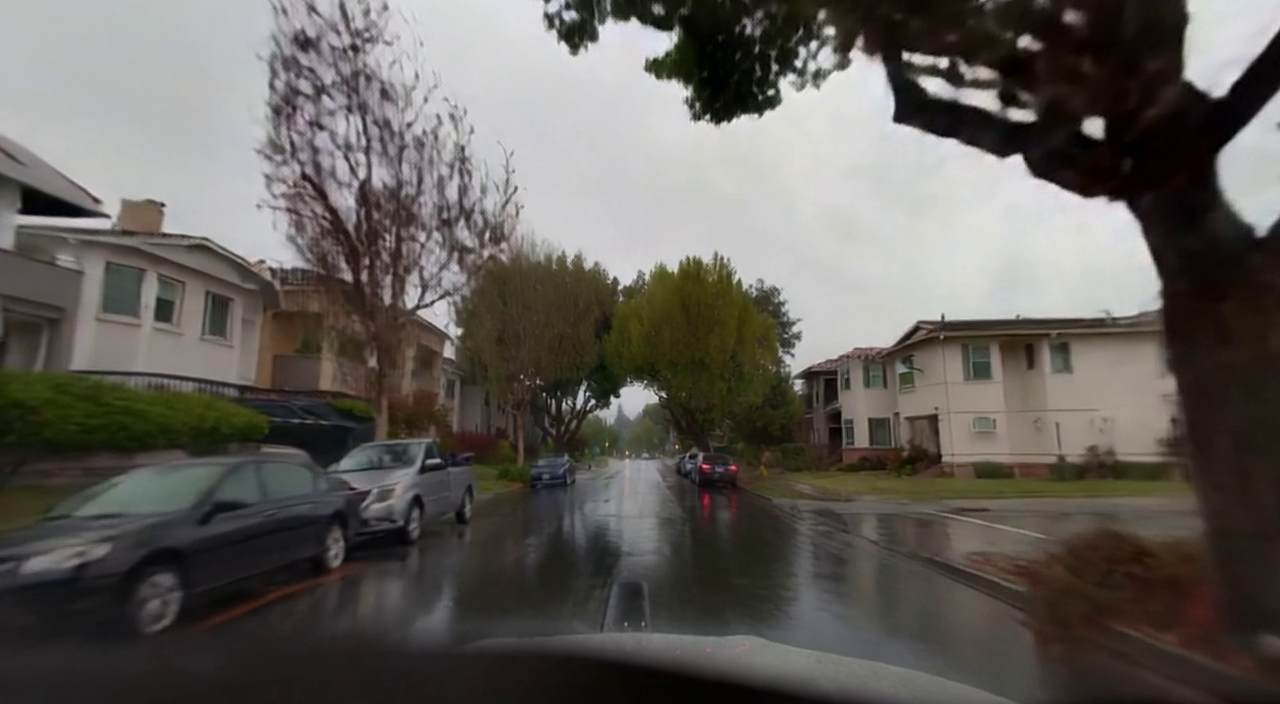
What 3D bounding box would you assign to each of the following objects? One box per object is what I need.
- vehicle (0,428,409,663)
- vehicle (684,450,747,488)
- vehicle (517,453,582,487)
[{"bbox_3d":[-4.317,1.642,6.445,2.086,1.493,4.582,-1,-9,1],"label":"vehicle"},{"bbox_3d":[3.127,5.003,27.270,2.000,1.456,5.251,0,-9,-1],"label":"vehicle"},{"bbox_3d":[-3.823,5.091,27.464,1.995,1.330,4.080,0,-9,4],"label":"vehicle"}]
